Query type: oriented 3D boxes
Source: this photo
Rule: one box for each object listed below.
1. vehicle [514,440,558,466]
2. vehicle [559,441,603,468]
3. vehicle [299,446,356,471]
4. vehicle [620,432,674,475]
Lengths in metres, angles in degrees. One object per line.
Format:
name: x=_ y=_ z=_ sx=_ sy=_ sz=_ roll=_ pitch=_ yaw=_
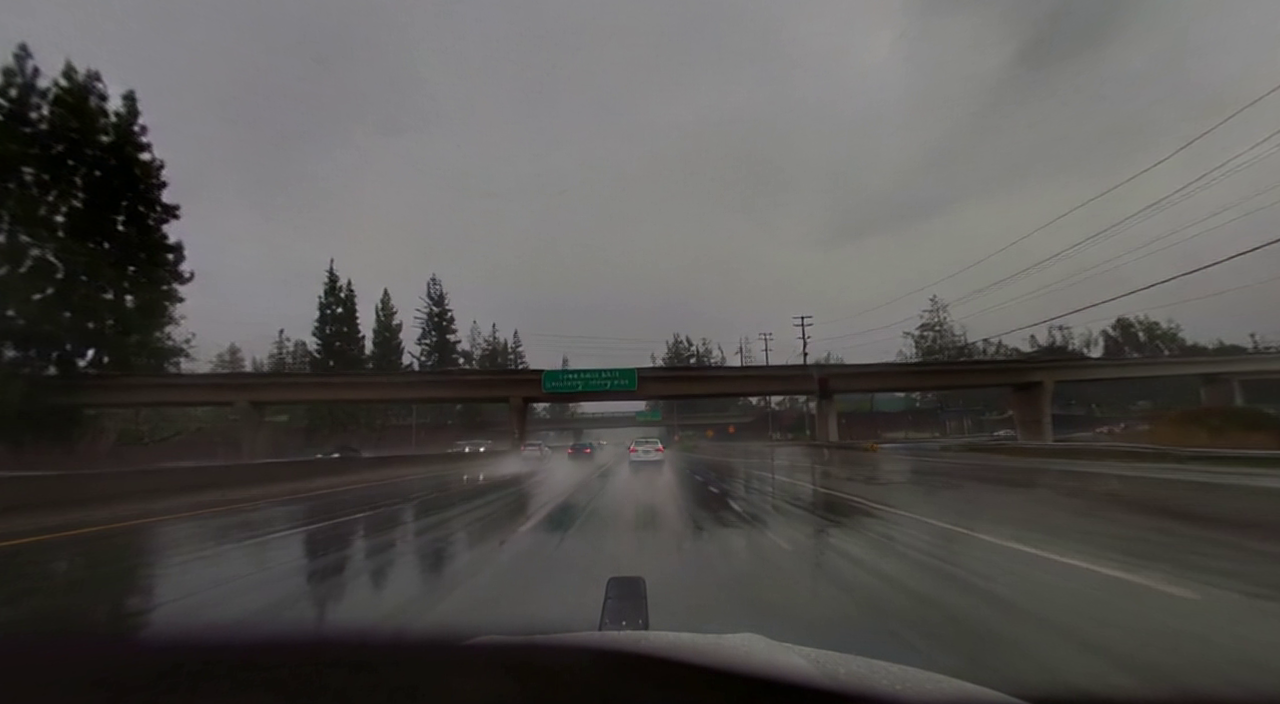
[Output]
vehicle: x=-7.210 y=7.034 z=44.149 sx=2.139 sy=1.653 sz=4.614 roll=0 pitch=-8 yaw=2
vehicle: x=-3.379 y=5.971 z=36.940 sx=2.056 sy=1.464 sz=4.564 roll=0 pitch=-8 yaw=1
vehicle: x=-22.917 y=7.787 z=46.417 sx=1.867 sy=1.696 sz=4.566 roll=0 pitch=-8 yaw=0
vehicle: x=0.279 y=4.394 z=27.416 sx=2.152 sy=1.697 sz=4.066 roll=0 pitch=-8 yaw=0
